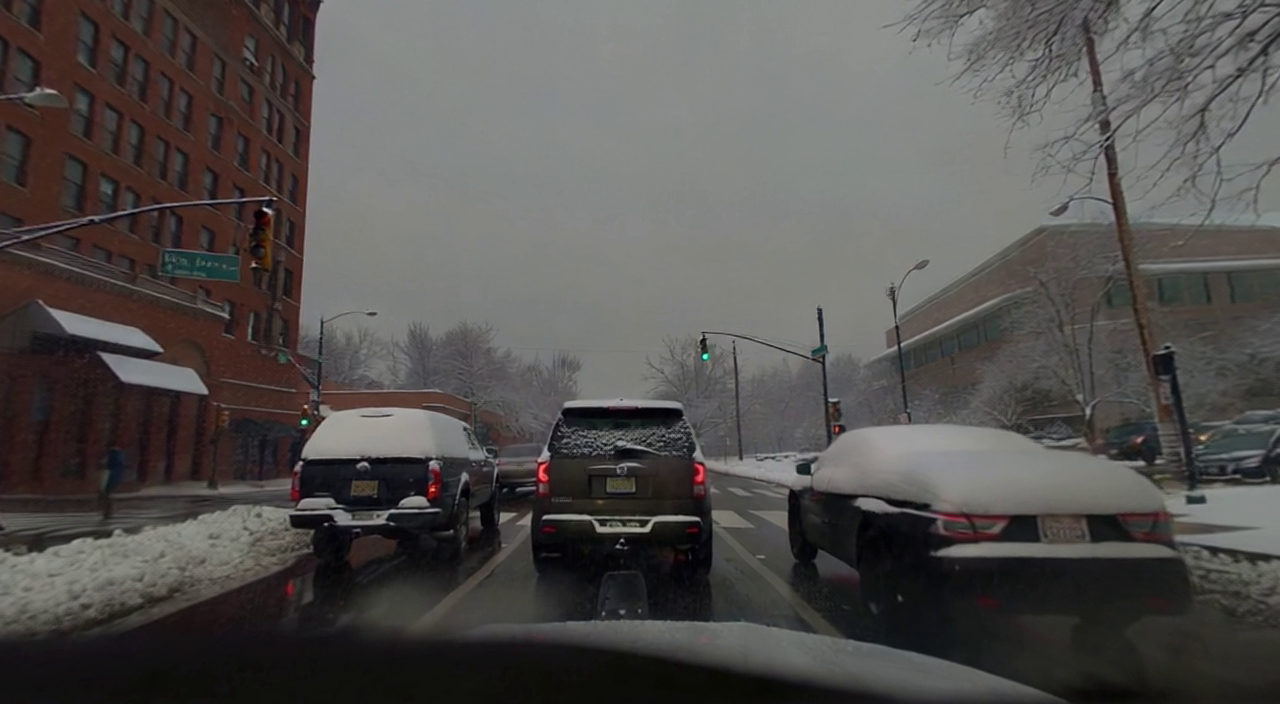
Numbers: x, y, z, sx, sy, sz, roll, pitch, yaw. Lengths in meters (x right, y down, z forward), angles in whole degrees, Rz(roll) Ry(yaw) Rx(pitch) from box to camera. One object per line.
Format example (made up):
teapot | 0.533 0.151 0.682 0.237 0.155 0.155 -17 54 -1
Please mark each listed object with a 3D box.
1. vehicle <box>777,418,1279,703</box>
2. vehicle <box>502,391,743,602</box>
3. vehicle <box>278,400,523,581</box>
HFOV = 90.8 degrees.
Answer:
vehicle | 2.569 1.378 5.296 1.852 1.462 4.155 0 -8 -1
vehicle | -0.150 1.603 7.894 2.105 1.842 4.537 0 -8 0
vehicle | -2.828 1.717 8.613 1.855 1.812 4.244 0 -8 -3
